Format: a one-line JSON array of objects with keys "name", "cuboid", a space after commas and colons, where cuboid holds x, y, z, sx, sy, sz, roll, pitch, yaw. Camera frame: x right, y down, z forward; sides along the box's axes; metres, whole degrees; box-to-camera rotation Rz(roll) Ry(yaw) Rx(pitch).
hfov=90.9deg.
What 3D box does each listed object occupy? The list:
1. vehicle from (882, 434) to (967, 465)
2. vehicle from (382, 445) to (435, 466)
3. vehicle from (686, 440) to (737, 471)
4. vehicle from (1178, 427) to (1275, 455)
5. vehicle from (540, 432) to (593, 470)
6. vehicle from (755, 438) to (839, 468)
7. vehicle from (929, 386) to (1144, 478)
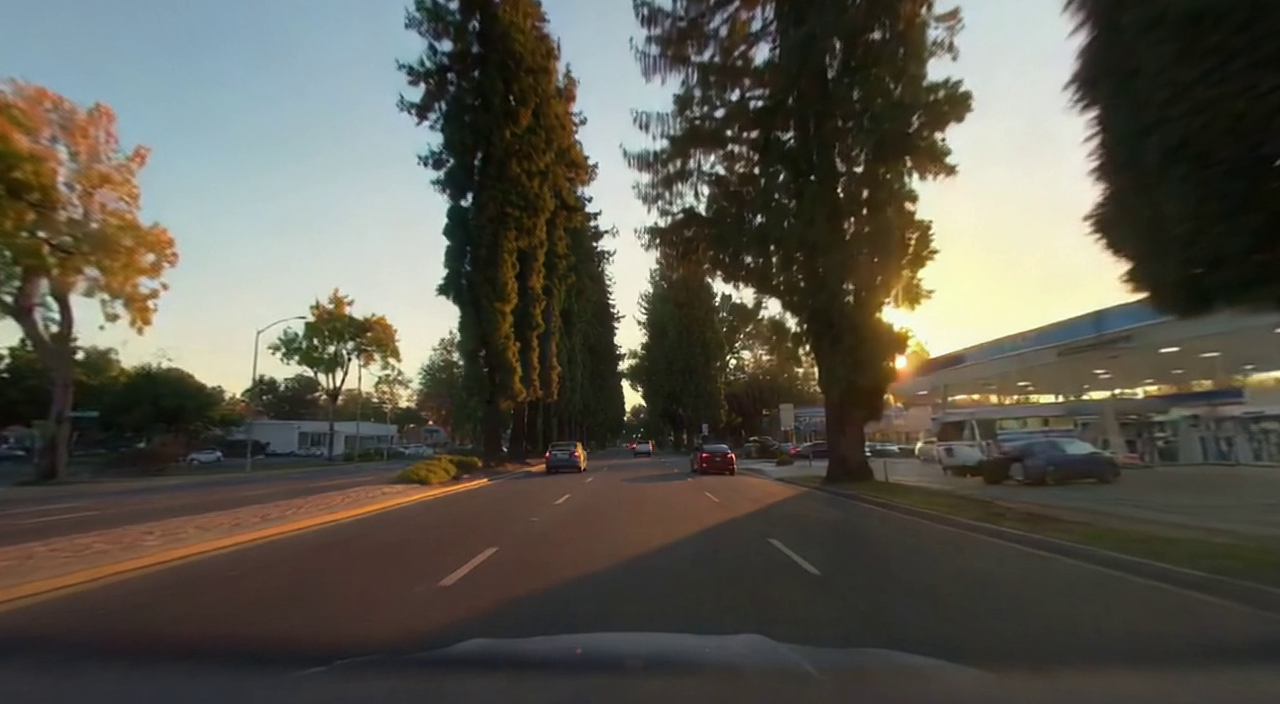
[{"name": "vehicle", "cuboid": [17.038, 5.862, 37.883, 4.107, 1.487, 1.937, -5, -7, 2]}, {"name": "vehicle", "cuboid": [-18.033, 8.011, 48.945, 4.437, 1.478, 1.839, -7, -11, 40]}, {"name": "vehicle", "cuboid": [3.575, 5.306, 32.468, 2.010, 1.486, 4.498, 0, -8, -1]}, {"name": "vehicle", "cuboid": [42.712, 6.572, 46.061, 1.863, 1.744, 4.904, -5, -9, -8]}, {"name": "vehicle", "cuboid": [-3.571, 4.936, 31.472, 2.051, 1.747, 4.370, 0, -8, 1]}, {"name": "vehicle", "cuboid": [9.618, 6.190, 38.890, 4.526, 1.768, 2.056, 1, -9, -9]}, {"name": "vehicle", "cuboid": [15.548, 3.371, 25.851, 3.133, 3.133, 8.198, 0, -9, -2]}]
